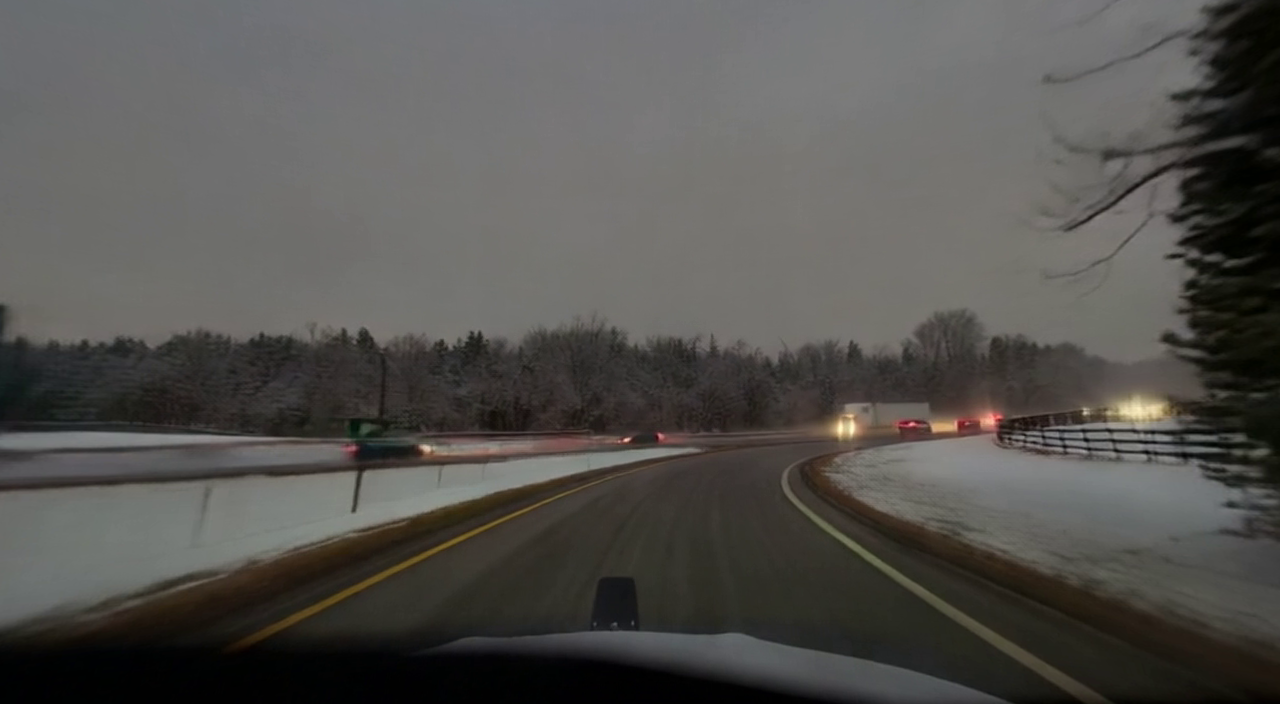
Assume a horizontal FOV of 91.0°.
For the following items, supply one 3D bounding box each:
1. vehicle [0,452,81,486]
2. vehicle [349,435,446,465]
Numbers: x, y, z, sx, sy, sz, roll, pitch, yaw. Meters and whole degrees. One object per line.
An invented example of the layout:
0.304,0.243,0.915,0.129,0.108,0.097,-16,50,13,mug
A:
-30.321,5.628,30.216,4.819,1.496,1.923,4,-9,-30,vehicle
-13.827,5.543,35.927,4.843,1.579,2.135,4,-9,-30,vehicle
